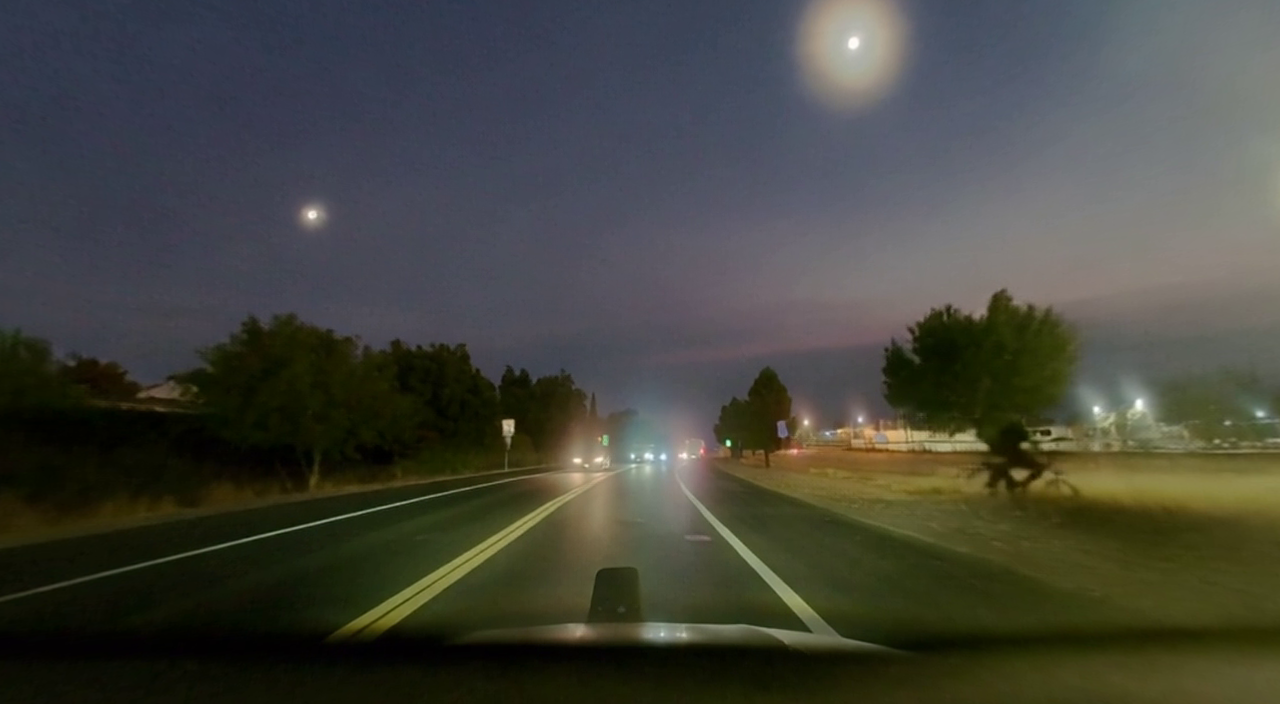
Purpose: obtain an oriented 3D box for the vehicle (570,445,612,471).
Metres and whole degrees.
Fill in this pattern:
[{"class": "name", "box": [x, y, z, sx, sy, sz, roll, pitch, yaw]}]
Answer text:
[{"class": "vehicle", "box": [-3.076, 6.814, 40.768, 2.049, 1.566, 4.387, -1, -8, 5]}]
